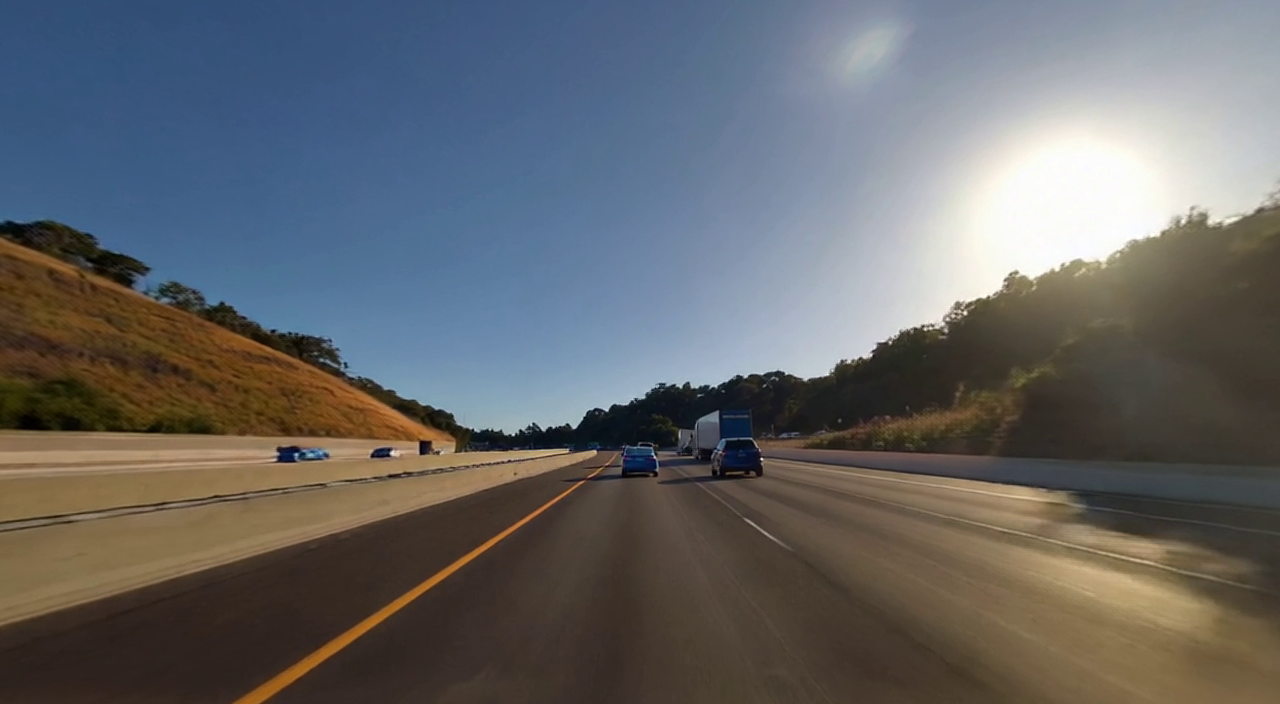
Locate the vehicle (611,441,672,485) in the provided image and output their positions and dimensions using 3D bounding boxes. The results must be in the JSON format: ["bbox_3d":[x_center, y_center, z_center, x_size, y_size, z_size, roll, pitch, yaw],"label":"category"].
[{"bbox_3d":[0.013,4.088,23.607,2.083,1.477,3.965,0,-9,-1],"label":"vehicle"}]

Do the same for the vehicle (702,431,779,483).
[{"bbox_3d":[3.742,4.029,24.405,2.098,1.794,4.561,0,-9,-2],"label":"vehicle"}]
